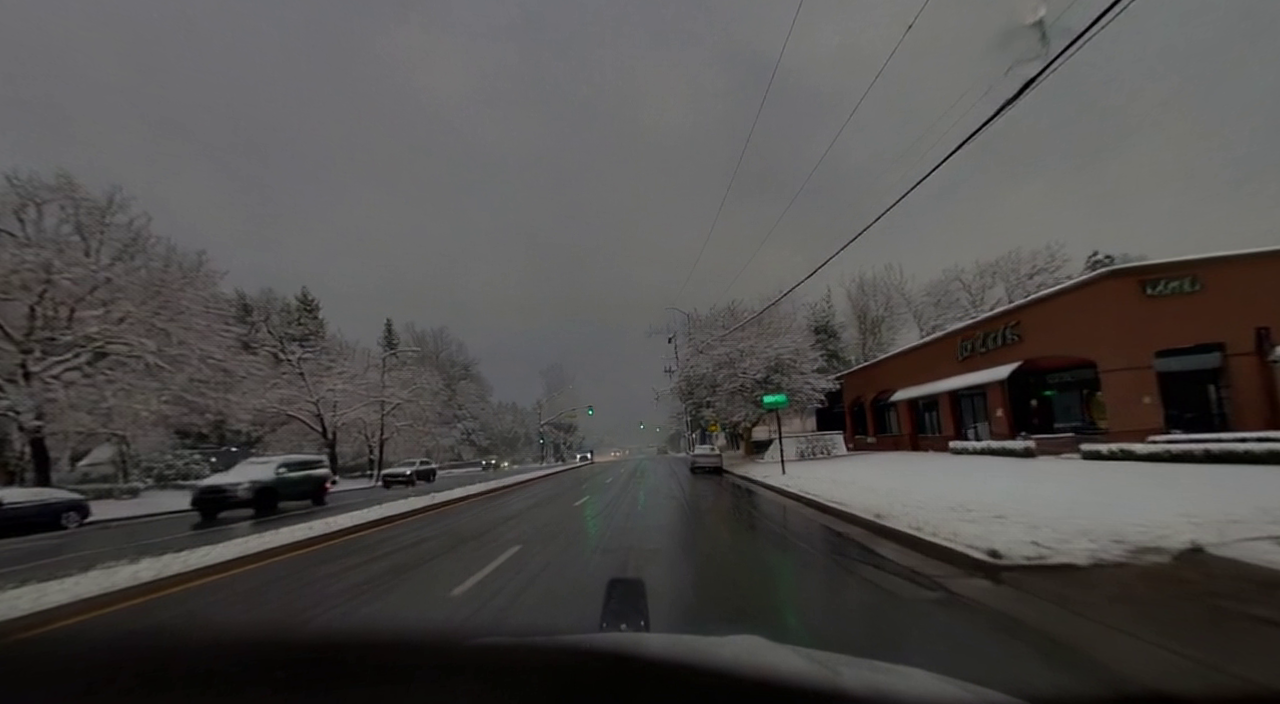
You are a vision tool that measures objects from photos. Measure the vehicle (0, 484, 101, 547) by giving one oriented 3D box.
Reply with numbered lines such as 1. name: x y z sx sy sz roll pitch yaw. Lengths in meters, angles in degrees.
1. vehicle: -17.808 4.480 17.115 1.902 1.484 4.908 -1 -9 2

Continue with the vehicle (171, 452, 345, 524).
1. vehicle: -11.125 3.936 18.902 2.079 1.812 4.757 0 -9 2

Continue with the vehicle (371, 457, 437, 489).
1. vehicle: -13.718 7.046 36.978 1.915 1.505 4.726 -4 -9 3

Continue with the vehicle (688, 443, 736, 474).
1. vehicle: 3.772 5.677 33.765 2.041 1.523 4.281 0 -9 0
